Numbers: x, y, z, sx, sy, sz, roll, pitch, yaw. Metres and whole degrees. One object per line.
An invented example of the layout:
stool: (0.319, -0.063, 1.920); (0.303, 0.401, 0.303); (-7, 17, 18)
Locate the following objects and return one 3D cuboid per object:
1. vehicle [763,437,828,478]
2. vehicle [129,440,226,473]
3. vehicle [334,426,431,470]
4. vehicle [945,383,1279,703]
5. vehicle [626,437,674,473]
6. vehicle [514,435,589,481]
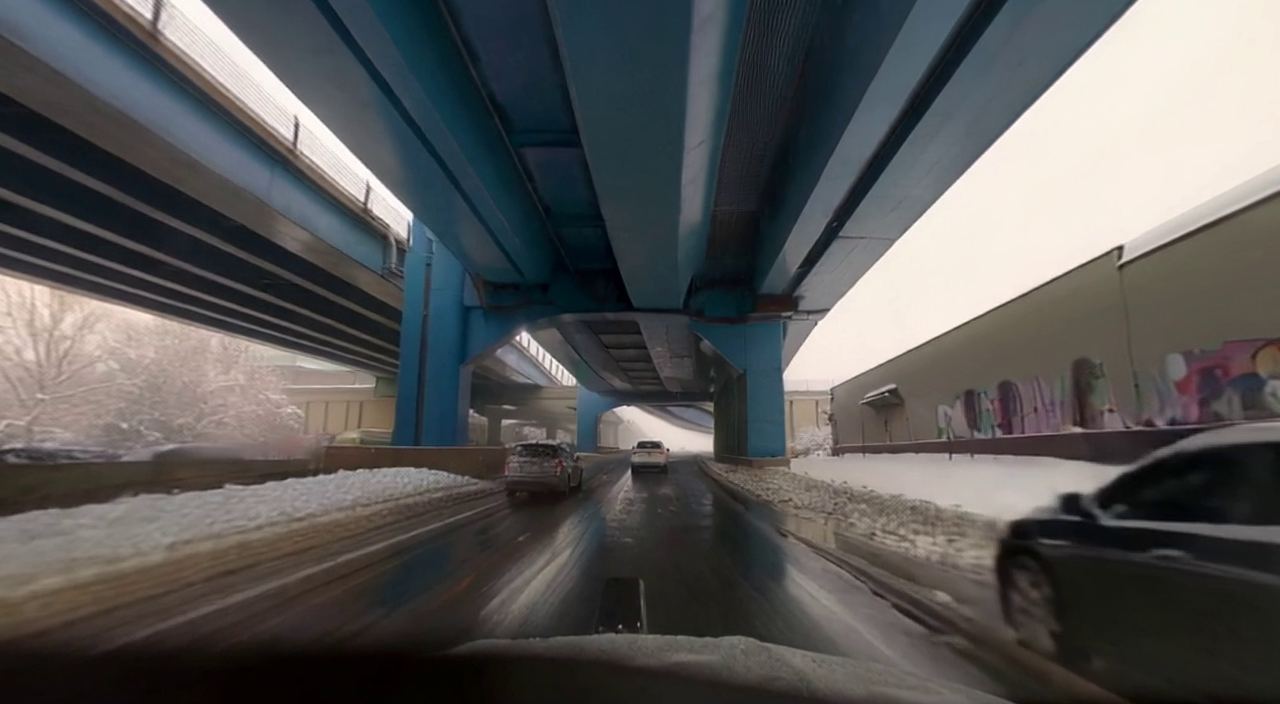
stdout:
vehicle: (6.578, 4.495, 27.162); (2.023, 1.627, 3.971); (0, -8, 3)
vehicle: (-28.034, 6.337, 38.530); (2.174, 1.824, 4.764); (1, -8, 1)
vehicle: (-16.815, 6.339, 41.855); (3.082, 2.608, 6.994); (-1, -8, 4)
vehicle: (3.338, 0.942, 2.442); (2.090, 1.575, 4.690); (0, -8, 2)
vehicle: (0.497, 4.882, 30.090); (2.155, 1.571, 3.734); (0, -8, 1)
vehicle: (-3.157, 3.920, 23.581); (2.024, 1.533, 4.549); (0, -8, 2)
